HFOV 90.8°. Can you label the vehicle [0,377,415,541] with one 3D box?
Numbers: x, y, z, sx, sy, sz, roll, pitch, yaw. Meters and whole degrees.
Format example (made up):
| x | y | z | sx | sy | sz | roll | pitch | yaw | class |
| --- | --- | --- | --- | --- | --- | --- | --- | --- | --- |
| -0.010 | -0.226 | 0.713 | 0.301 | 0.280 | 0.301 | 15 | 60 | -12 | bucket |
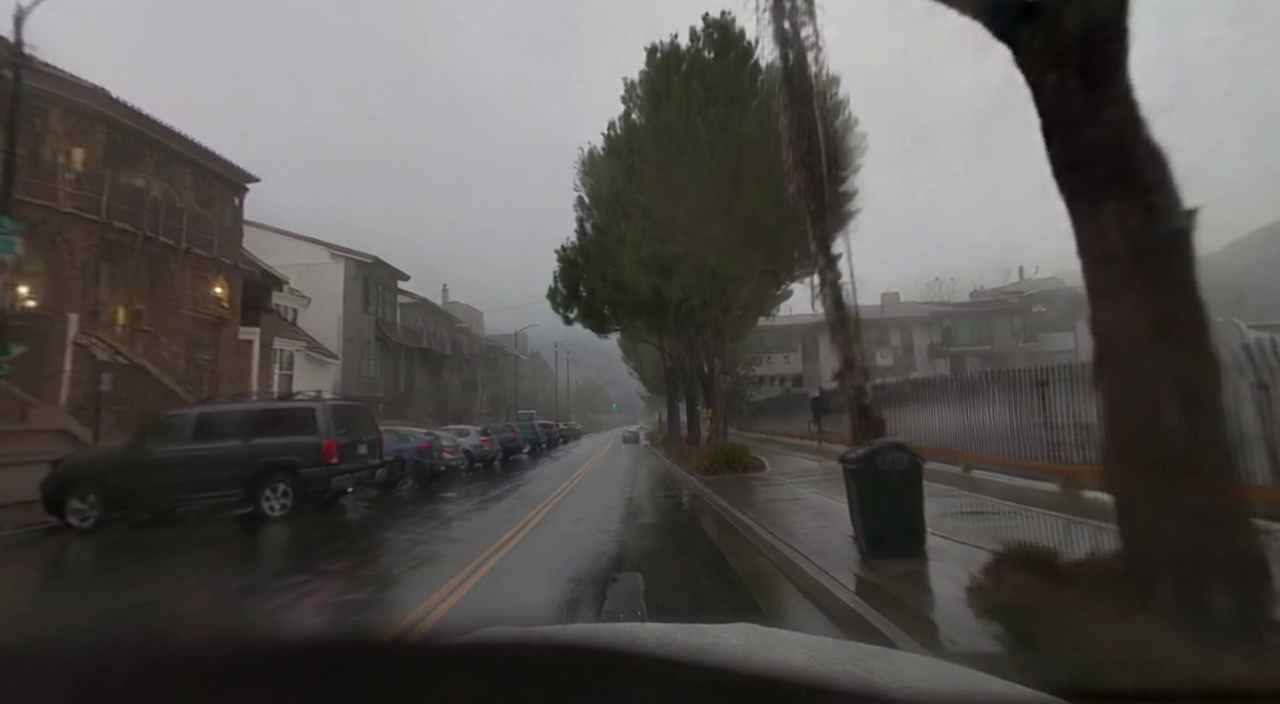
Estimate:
| x | y | z | sx | sy | sz | roll | pitch | yaw | class |
| --- | --- | --- | --- | --- | --- | --- | --- | --- | --- |
| -7.238 | 1.808 | 11.142 | 5.592 | 2.439 | 2.515 | -1 | -7 | -1 | vehicle |
